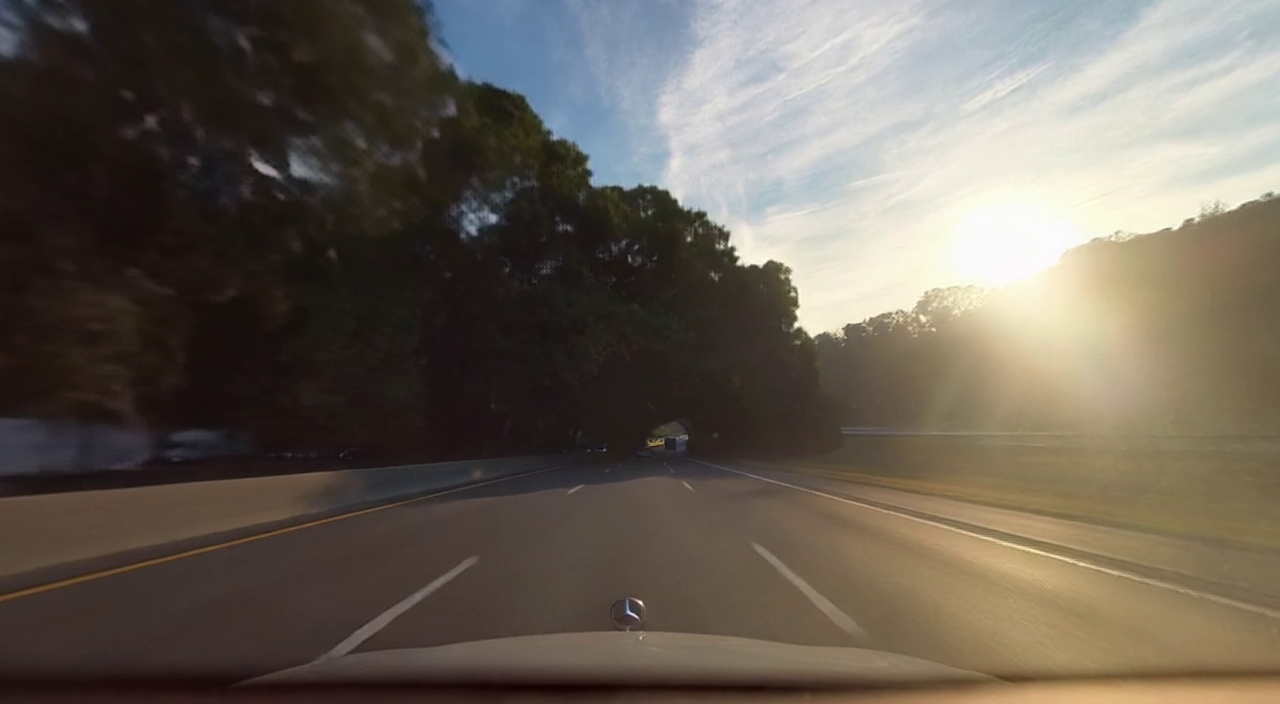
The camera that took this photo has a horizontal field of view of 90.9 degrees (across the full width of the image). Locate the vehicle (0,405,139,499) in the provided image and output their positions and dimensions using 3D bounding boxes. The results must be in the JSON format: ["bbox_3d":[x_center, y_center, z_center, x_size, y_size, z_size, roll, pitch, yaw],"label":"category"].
[{"bbox_3d":[-19.790,3.140,19.765,2.460,2.687,6.728,0,-9,0],"label":"vehicle"}]
